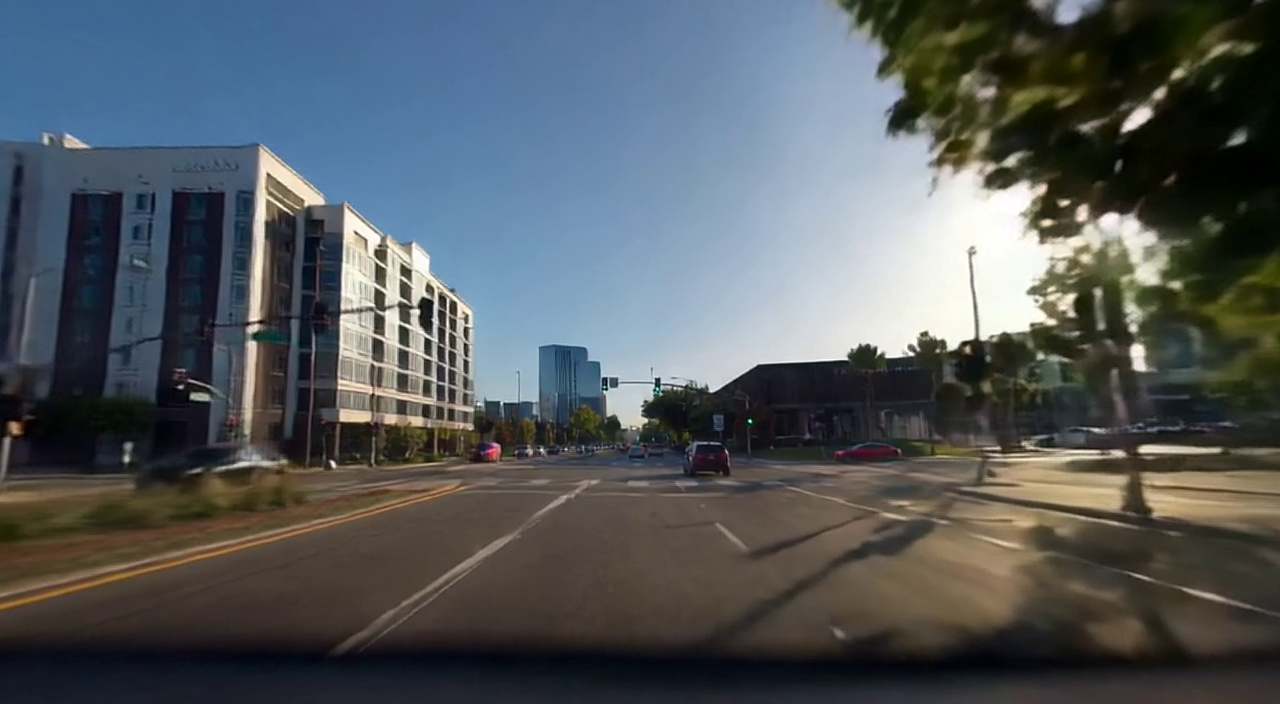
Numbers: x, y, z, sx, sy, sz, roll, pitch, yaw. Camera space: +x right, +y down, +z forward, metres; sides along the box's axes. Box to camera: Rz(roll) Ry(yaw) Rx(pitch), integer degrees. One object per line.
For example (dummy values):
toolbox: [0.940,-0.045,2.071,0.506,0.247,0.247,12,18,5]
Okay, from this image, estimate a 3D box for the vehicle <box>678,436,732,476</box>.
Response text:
vehicle: [3.063,5.026,30.836,2.069,1.761,4.610,0,-9,-1]

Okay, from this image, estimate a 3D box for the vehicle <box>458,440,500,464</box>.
vehicle: [-12.213,7.635,48.315,1.951,1.759,4.518,0,-9,1]

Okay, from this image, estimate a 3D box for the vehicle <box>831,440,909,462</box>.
vehicle: [16.390,7.079,45.238,4.839,1.490,2.134,-1,-9,4]

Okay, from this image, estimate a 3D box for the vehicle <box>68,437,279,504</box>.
vehicle: [-11.855,3.021,16.574,2.059,1.503,4.483,0,-8,1]
